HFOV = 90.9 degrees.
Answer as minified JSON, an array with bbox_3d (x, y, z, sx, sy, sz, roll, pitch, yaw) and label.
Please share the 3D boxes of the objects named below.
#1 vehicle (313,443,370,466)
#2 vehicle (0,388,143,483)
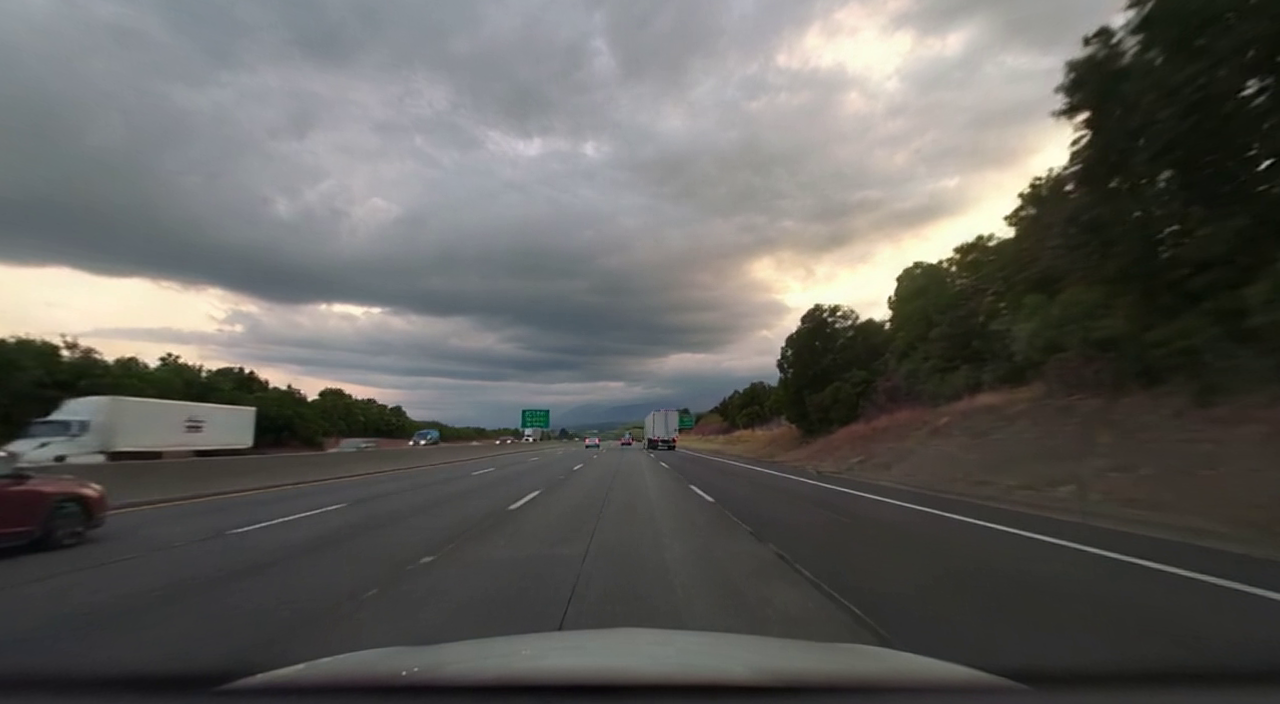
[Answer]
[{"bbox_3d":[-19.930,6.829,42.268,1.893,1.434,4.118,0,-8,-1],"label":"vehicle"},{"bbox_3d":[-23.333,3.344,25.268,2.851,3.407,4.697,0,-8,-2],"label":"vehicle"}]
